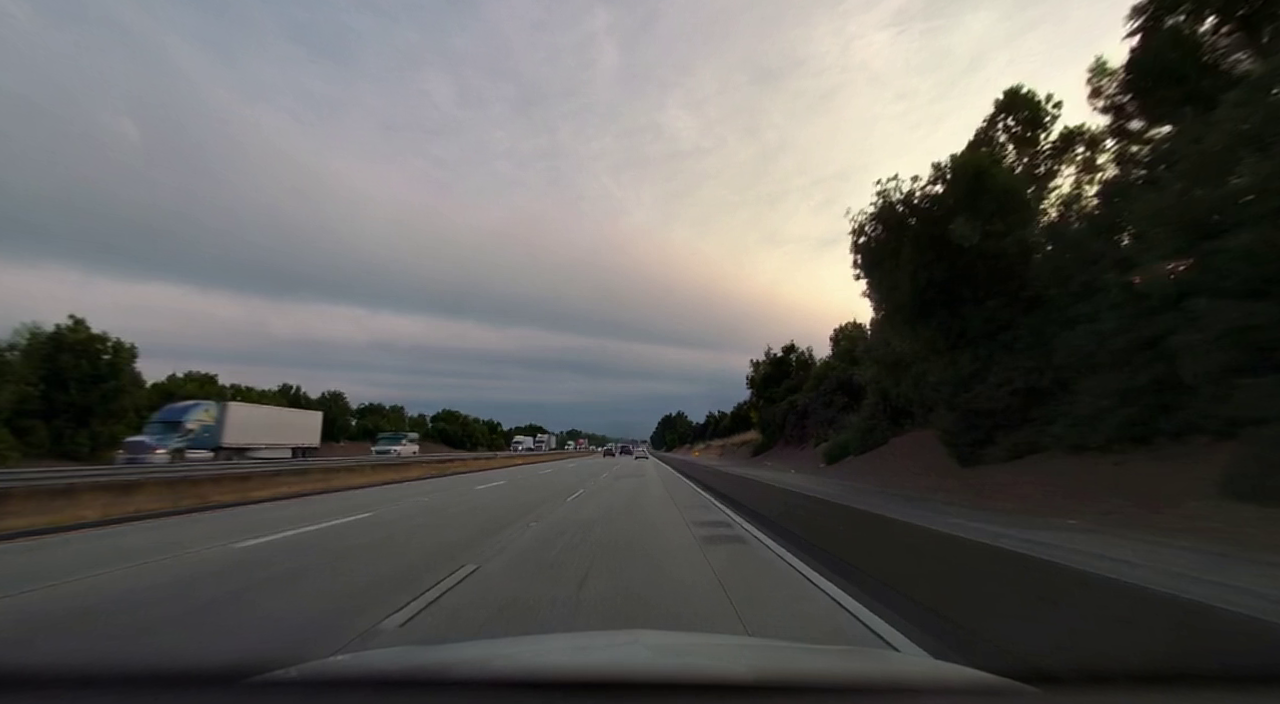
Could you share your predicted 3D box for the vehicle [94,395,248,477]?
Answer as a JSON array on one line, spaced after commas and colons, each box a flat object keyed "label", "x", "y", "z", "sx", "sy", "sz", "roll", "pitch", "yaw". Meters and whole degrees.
[{"label": "vehicle", "x": -23.659, "y": 4.350, "z": 32.355, "sx": 2.978, "sy": 3.770, "sz": 6.115, "roll": 0, "pitch": -9, "yaw": 0}]

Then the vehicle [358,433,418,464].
[{"label": "vehicle", "x": -18.989, "y": 7.317, "z": 47.860, "sx": 2.371, "sy": 2.191, "sz": 5.138, "roll": 0, "pitch": -9, "yaw": 0}]
